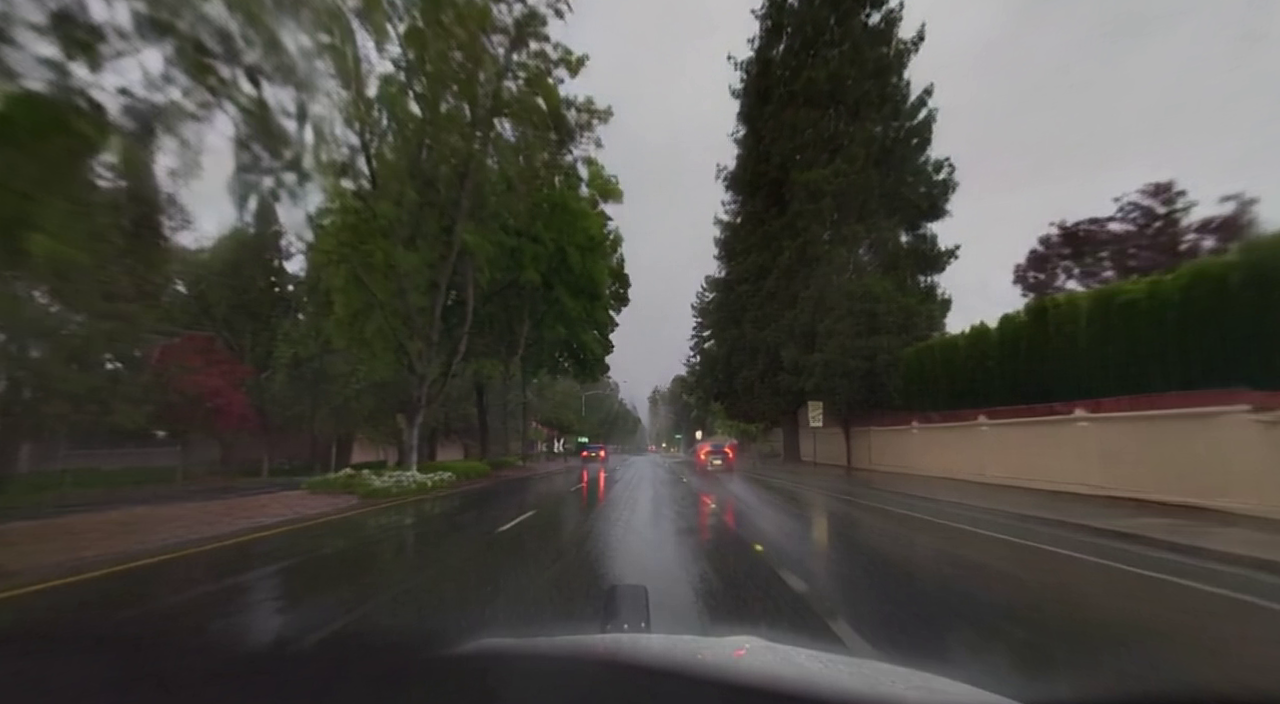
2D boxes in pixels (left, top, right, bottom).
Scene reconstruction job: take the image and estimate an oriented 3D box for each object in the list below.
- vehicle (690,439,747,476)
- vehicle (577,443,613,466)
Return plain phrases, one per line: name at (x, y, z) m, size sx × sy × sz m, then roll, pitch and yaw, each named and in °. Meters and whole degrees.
vehicle at (3.453, 4.752, 28.584) m, size 1.992 × 1.511 × 4.464 m, roll 0°, pitch -9°, yaw 0°
vehicle at (-3.036, 7.050, 43.488) m, size 2.011 × 1.480 × 4.517 m, roll 0°, pitch -9°, yaw 2°
